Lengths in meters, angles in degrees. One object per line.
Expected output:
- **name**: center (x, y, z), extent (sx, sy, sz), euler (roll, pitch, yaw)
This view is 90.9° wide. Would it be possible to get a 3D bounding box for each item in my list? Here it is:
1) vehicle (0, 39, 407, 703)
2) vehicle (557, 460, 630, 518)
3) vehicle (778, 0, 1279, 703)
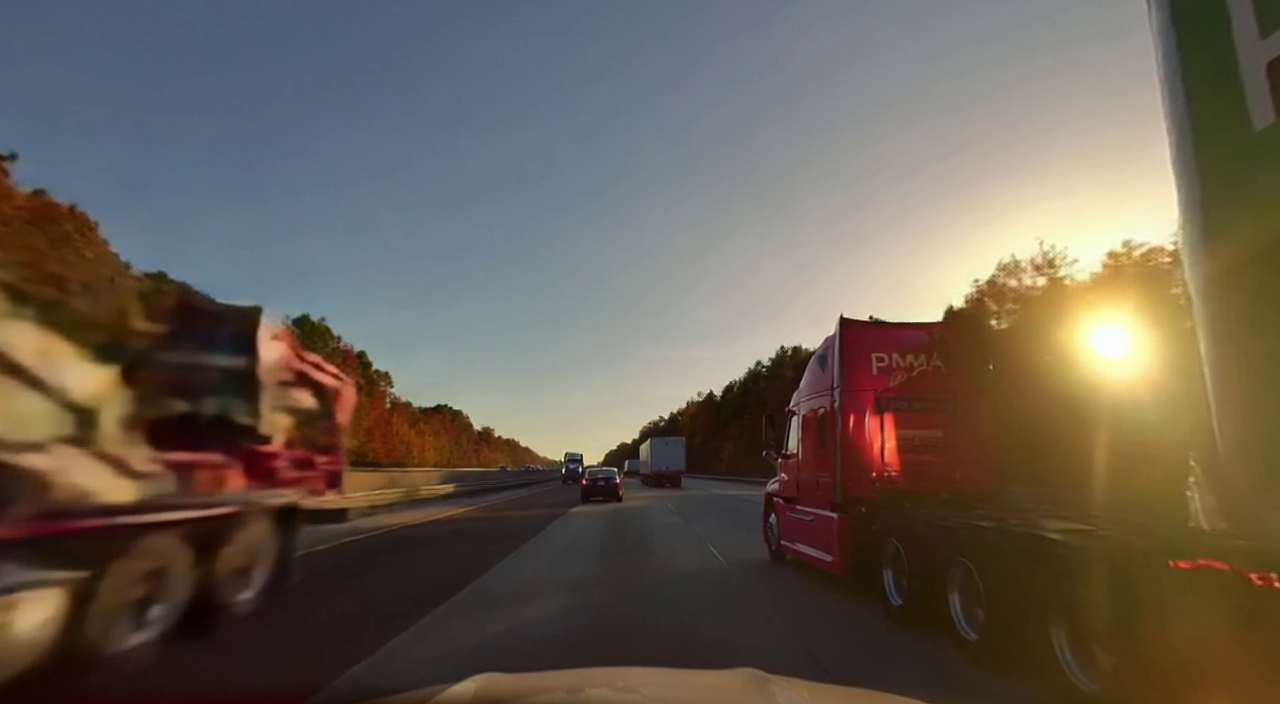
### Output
- **vehicle**: center (-4.819, 0.461, 5.140), extent (2.905, 3.400, 8.002), euler (1, -10, -2)
- **vehicle**: center (-1.332, 4.253, 19.939), extent (2.010, 1.580, 4.949), euler (1, -10, -1)
- **vehicle**: center (3.867, 0.059, 3.322), extent (2.856, 4.040, 14.009), euler (1, -10, -1)
